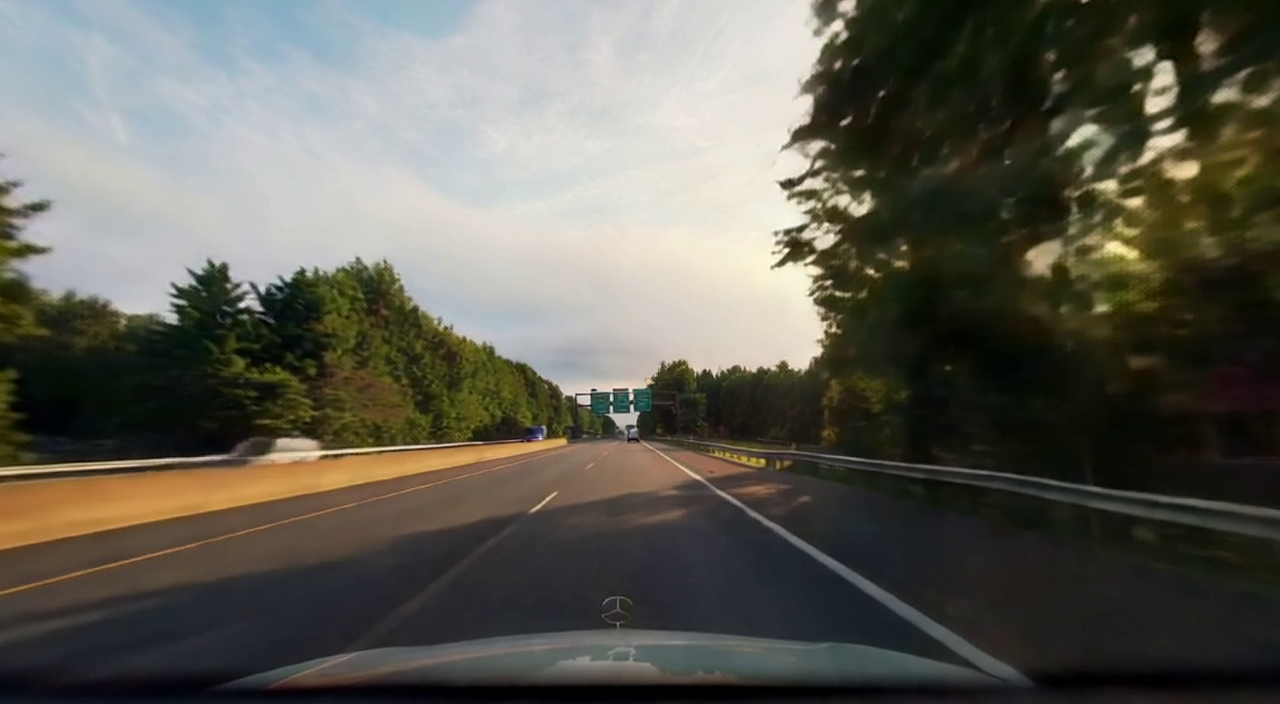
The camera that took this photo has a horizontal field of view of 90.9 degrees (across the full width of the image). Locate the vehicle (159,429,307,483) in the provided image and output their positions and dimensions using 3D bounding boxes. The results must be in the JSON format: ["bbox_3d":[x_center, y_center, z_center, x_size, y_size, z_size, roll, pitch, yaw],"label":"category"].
[{"bbox_3d":[-12.866,3.277,20.320,1.875,1.534,4.410,0,-8,-1],"label":"vehicle"}]
